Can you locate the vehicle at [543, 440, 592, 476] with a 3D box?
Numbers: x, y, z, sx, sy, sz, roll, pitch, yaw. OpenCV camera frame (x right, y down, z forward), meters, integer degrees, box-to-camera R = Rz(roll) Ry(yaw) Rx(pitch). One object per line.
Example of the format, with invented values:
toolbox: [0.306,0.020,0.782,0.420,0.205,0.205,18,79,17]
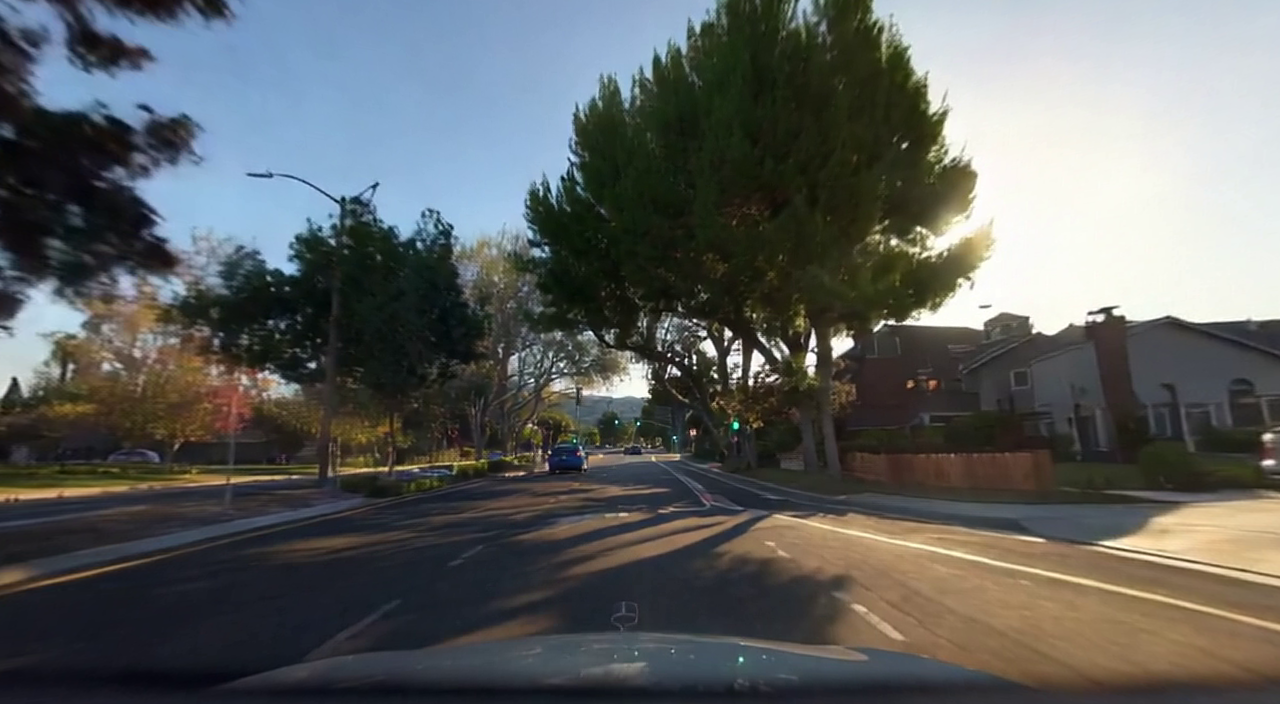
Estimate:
vehicle: [-3.713,5.467,32.939,1.993,1.733,4.262,0,-8,1]
